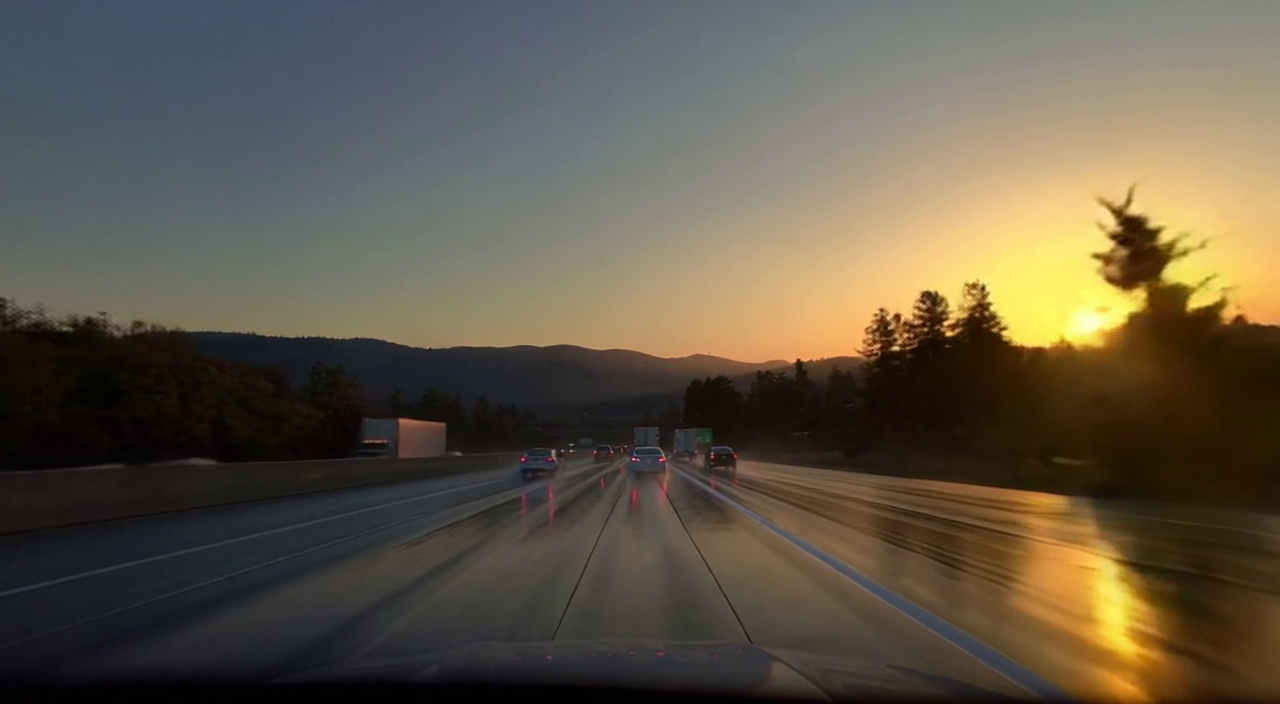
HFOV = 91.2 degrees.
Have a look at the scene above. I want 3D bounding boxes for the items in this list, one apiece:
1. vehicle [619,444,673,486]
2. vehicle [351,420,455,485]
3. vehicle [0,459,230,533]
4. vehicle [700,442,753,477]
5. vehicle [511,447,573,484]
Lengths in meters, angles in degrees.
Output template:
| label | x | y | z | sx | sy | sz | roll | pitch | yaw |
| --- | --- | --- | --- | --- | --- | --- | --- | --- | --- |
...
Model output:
| label | x | y | z | sx | sy | sz | roll | pitch | yaw |
| --- | --- | --- | --- | --- | --- | --- | --- | --- | --- |
| vehicle | 0.233 | 4.607 | 25.812 | 2.015 | 1.526 | 4.286 | 0 | -9 | 0 |
| vehicle | -12.524 | 5.416 | 33.902 | 2.653 | 3.121 | 6.846 | -1 | -9 | 3 |
| vehicle | -12.794 | 3.484 | 15.718 | 1.923 | 1.488 | 4.501 | 0 | -9 | 0 |
| vehicle | 4.345 | 5.488 | 32.100 | 2.018 | 1.639 | 4.149 | 0 | -9 | -1 |
| vehicle | -4.167 | 4.909 | 27.368 | 1.967 | 1.473 | 4.439 | 0 | -9 | 1 |
